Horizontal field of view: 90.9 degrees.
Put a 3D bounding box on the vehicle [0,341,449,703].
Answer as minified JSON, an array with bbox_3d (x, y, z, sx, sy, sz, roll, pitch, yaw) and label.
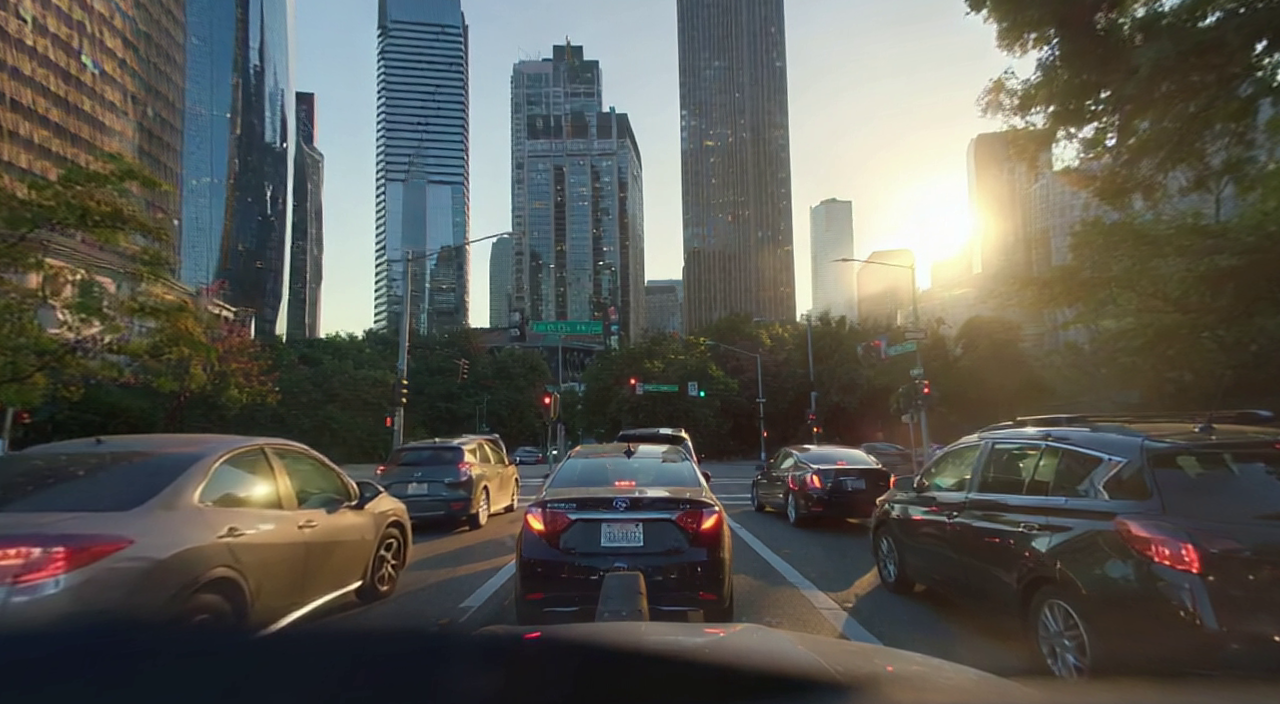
[{"bbox_3d":[-3.133,1.150,4.288,2.181,1.723,4.550,0,-8,1],"label":"vehicle"}]

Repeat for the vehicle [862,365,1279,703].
[{"bbox_3d":[3.339,1.154,4.164,2.179,1.631,4.173,0,-8,0],"label":"vehicle"}]

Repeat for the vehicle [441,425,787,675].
[{"bbox_3d":[-0.155,1.450,5.672,2.031,1.461,3.763,0,-8,0],"label":"vehicle"}]
